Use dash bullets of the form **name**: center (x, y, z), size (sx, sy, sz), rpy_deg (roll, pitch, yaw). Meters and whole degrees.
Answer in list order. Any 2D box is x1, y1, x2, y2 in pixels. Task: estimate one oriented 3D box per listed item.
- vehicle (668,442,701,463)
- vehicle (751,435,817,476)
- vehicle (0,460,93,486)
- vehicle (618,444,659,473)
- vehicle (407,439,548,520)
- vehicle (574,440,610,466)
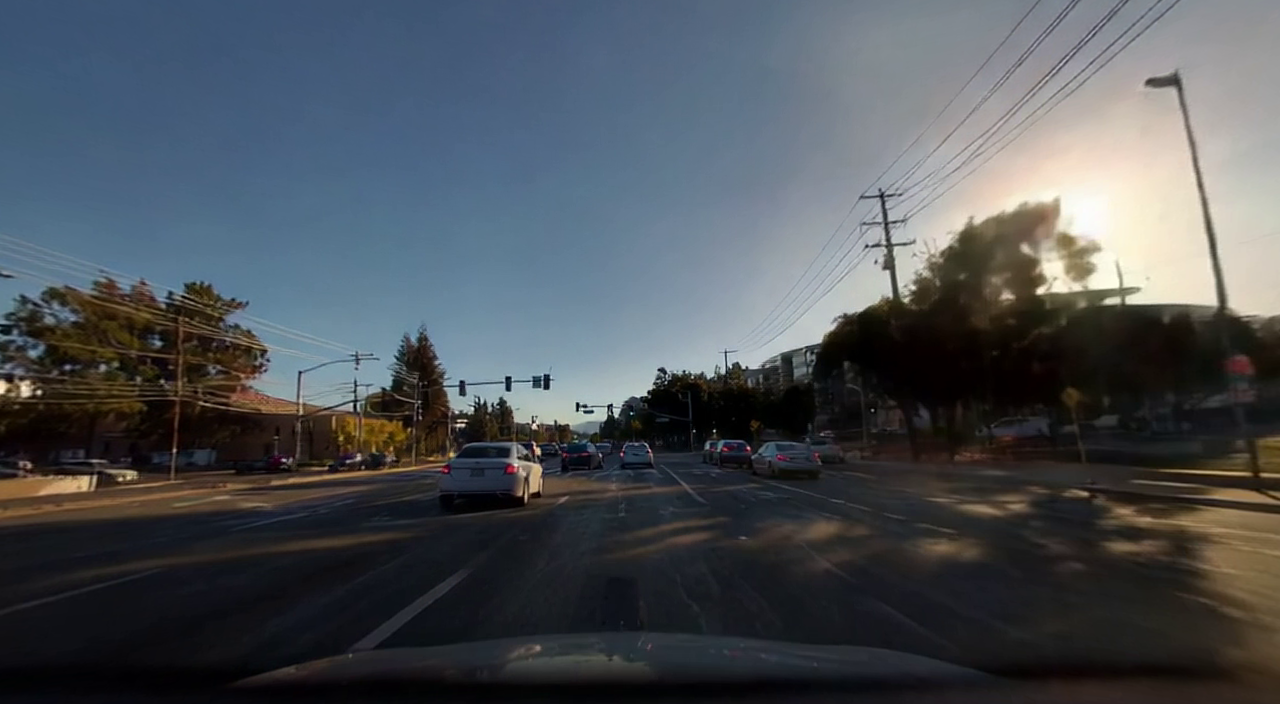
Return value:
- **vehicle**: center (3.260, 7.454, 47.035), size (1.987, 1.515, 4.521), rpy_deg (0, -8, -1)
- **vehicle**: center (6.568, 4.745, 29.214), size (1.945, 1.706, 4.190), rpy_deg (0, -8, -2)
- **vehicle**: center (-40.171, 8.171, 42.730), size (4.488, 1.463, 1.905), rpy_deg (-2, -8, -4)
- **vehicle**: center (-0.043, 5.761, 34.375), size (2.098, 1.431, 3.958), rpy_deg (0, -8, 1)
- **vehicle**: center (-3.289, 2.653, 13.733), size (1.837, 1.463, 4.311), rpy_deg (0, -8, 1)
- **vehicle**: center (-3.277, 7.044, 44.075), size (2.033, 1.714, 4.278), rpy_deg (0, -8, 1)
